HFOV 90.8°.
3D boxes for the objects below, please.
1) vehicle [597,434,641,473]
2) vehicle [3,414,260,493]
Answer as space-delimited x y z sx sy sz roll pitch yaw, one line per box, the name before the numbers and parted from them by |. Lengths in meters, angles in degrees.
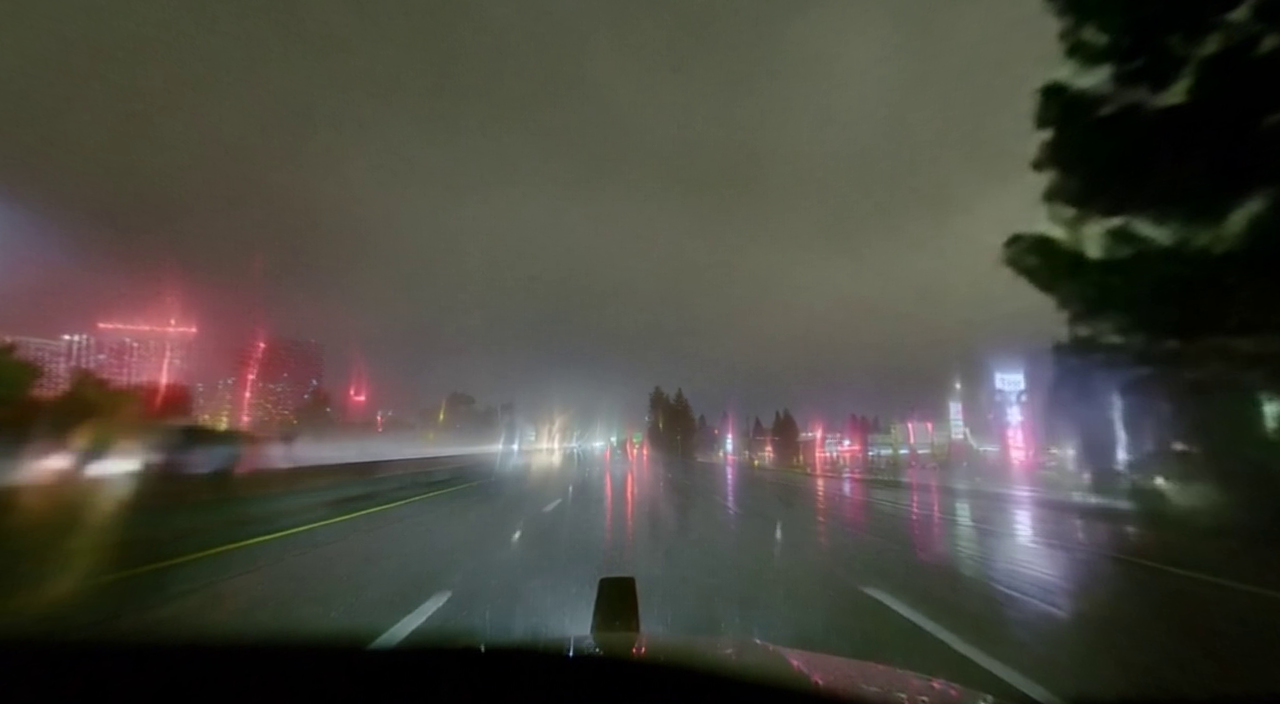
vehicle | -1.152 5.279 33.050 2.155 1.856 4.796 1 -9 -3
vehicle | -11.285 2.331 14.637 2.073 1.508 4.703 0 -9 -1
